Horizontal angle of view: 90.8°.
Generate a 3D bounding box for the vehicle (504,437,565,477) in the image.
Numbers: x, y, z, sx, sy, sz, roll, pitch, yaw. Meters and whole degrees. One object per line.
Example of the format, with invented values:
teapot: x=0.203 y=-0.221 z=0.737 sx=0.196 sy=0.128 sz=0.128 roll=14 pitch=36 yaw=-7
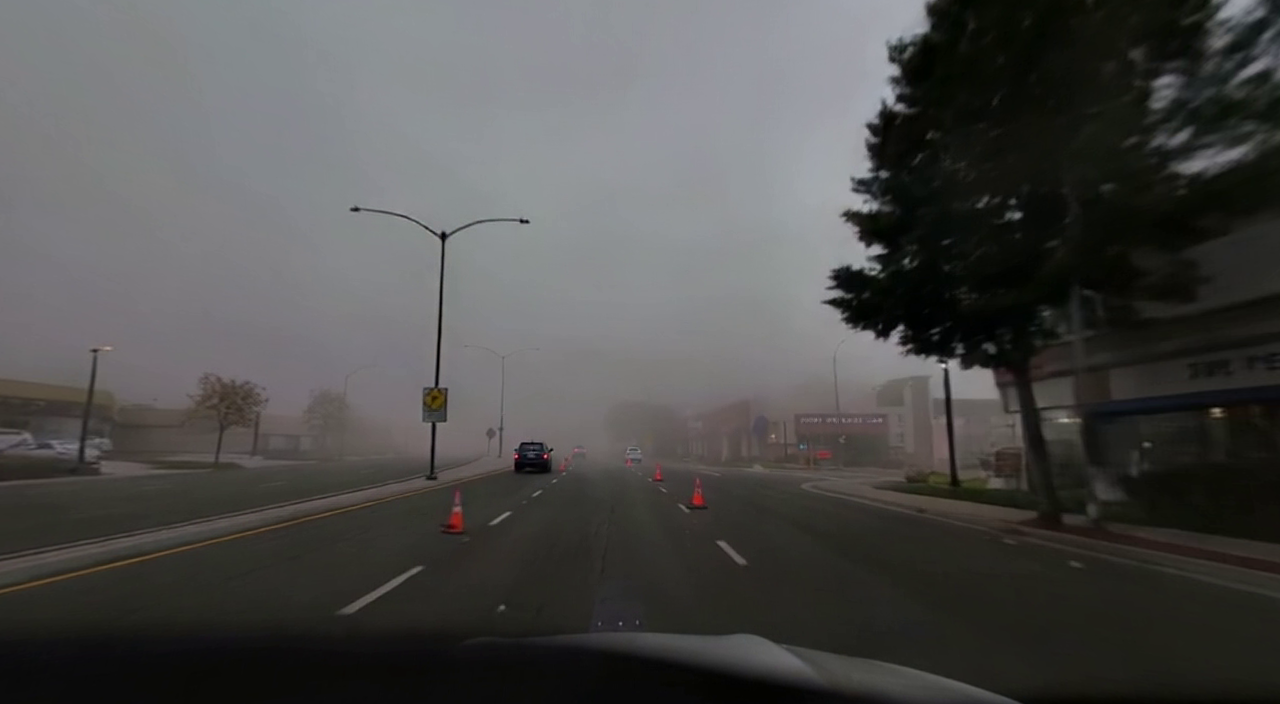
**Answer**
vehicle: x=-4.884 y=4.957 z=29.945 sx=2.381 sy=1.721 sz=4.186 roll=0 pitch=-9 yaw=-4
